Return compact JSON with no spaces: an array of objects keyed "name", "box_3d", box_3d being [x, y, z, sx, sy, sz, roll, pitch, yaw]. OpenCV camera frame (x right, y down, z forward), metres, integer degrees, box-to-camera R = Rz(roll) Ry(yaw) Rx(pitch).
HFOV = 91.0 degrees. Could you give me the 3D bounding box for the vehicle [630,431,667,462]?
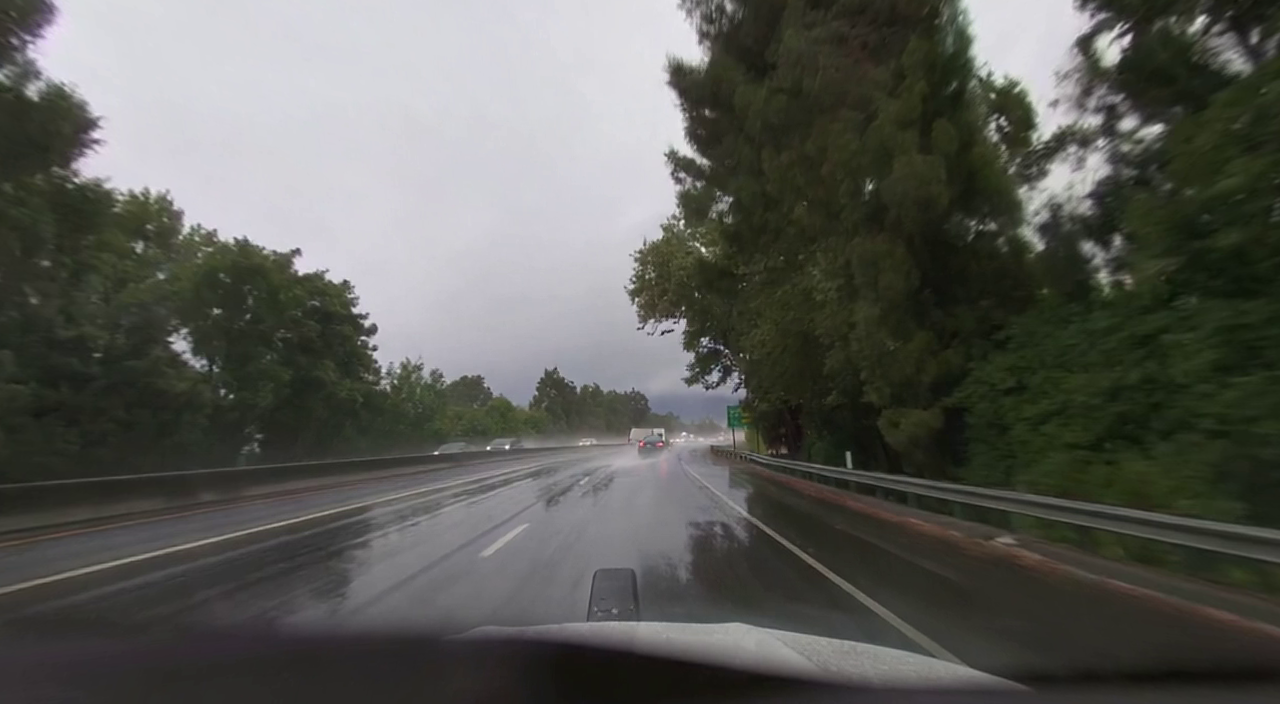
[{"name":"vehicle","box_3d":[0.550,5.908,39.441,2.188,1.825,4.282,-1,-8,2]}]
